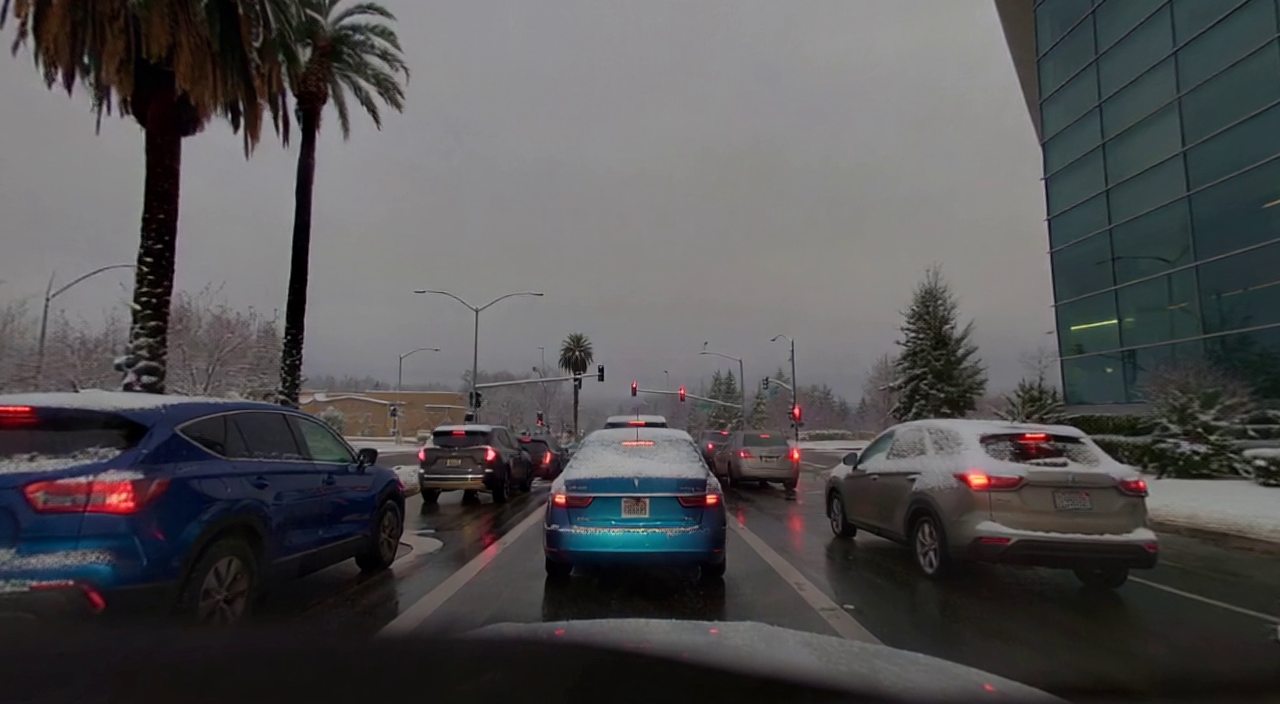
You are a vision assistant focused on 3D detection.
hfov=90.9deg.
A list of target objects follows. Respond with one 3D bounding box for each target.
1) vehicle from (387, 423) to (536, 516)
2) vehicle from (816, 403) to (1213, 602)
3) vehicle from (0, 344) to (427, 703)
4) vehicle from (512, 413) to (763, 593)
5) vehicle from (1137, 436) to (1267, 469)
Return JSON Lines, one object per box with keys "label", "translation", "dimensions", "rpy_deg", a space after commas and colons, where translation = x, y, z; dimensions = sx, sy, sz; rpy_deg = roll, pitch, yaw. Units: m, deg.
{"label": "vehicle", "translation": [-3.467, 2.359, 13.071], "dimensions": [1.917, 1.631, 3.768], "rpy_deg": [0, -8, 1]}
{"label": "vehicle", "translation": [3.837, 1.617, 7.684], "dimensions": [2.064, 1.696, 4.431], "rpy_deg": [0, -8, 0]}
{"label": "vehicle", "translation": [-3.533, 1.158, 5.260], "dimensions": [2.014, 1.775, 4.404], "rpy_deg": [0, -8, -1]}
{"label": "vehicle", "translation": [-0.059, 1.661, 7.817], "dimensions": [2.219, 1.586, 4.321], "rpy_deg": [0, -8, -1]}
{"label": "vehicle", "translation": [25.442, 4.551, 28.655], "dimensions": [4.014, 1.417, 1.777], "rpy_deg": [-1, -8, 5]}
